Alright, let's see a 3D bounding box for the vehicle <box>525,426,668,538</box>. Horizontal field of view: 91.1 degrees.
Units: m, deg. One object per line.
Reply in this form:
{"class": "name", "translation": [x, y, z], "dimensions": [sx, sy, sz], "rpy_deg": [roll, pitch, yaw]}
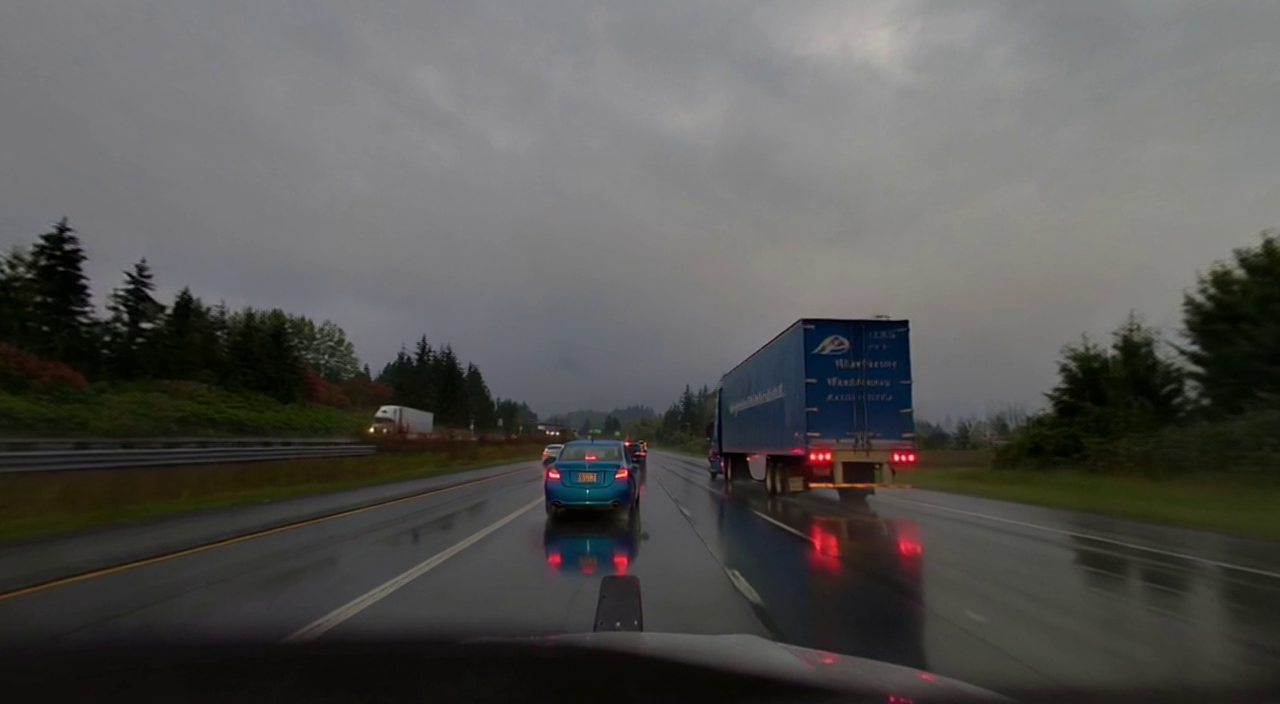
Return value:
{"class": "vehicle", "translation": [-0.628, 2.146, 10.902], "dimensions": [2.038, 1.582, 3.729], "rpy_deg": [0, -9, 0]}

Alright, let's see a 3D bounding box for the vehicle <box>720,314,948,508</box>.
{"class": "vehicle", "translation": [4.881, 2.256, 20.112], "dimensions": [2.825, 4.043, 14.051], "rpy_deg": [0, -9, 0]}
